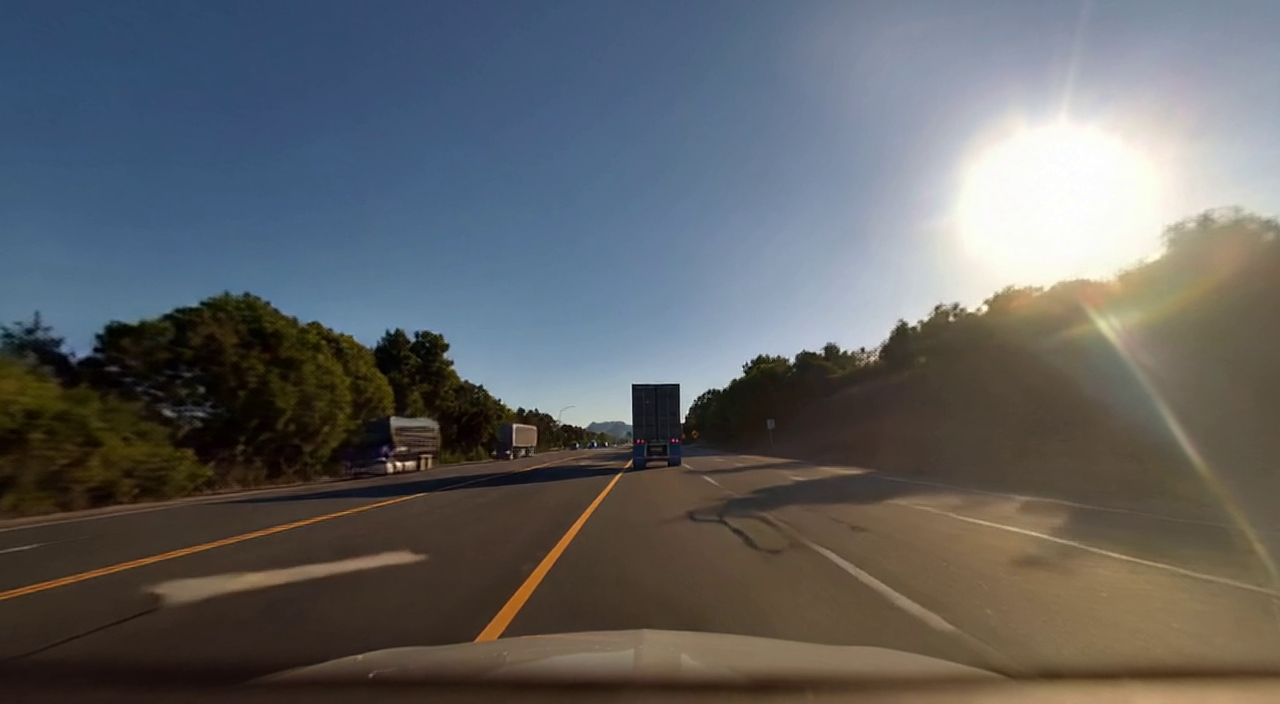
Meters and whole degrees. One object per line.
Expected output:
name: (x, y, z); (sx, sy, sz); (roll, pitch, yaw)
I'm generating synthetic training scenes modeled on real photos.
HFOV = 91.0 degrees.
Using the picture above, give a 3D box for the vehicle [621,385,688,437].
vehicle: (0.539, 2.533, 26.059); (2.509, 1.890, 4.732); (0, -8, 0)

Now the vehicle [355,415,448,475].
vehicle: (-14.853, 5.874, 39.917); (2.777, 3.361, 7.671); (0, -8, 1)
